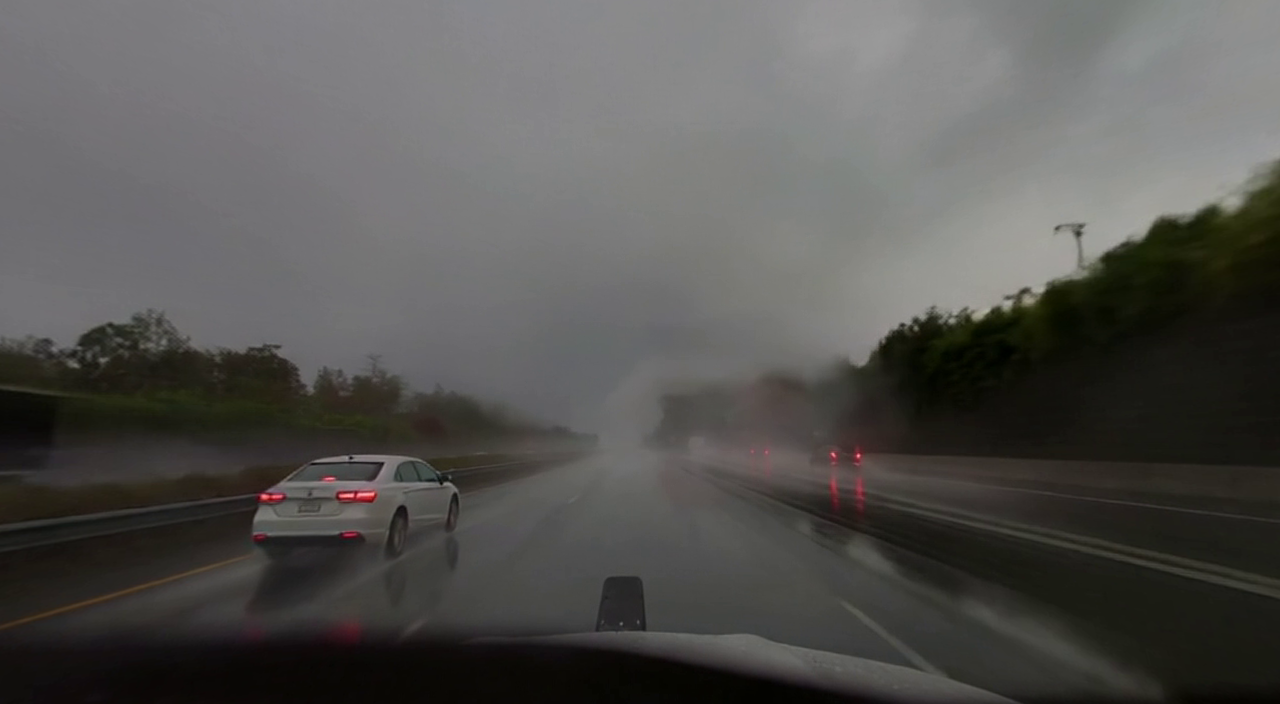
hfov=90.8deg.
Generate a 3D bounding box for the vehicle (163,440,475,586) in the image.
[{"bbox_3d":[-3.836,1.976,8.688,1.873,1.438,4.546,-1,-9,1],"label":"vehicle"}]

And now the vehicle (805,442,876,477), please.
[{"bbox_3d":[9.247,5.008,29.546,1.884,1.485,4.600,-1,-9,1],"label":"vehicle"}]
